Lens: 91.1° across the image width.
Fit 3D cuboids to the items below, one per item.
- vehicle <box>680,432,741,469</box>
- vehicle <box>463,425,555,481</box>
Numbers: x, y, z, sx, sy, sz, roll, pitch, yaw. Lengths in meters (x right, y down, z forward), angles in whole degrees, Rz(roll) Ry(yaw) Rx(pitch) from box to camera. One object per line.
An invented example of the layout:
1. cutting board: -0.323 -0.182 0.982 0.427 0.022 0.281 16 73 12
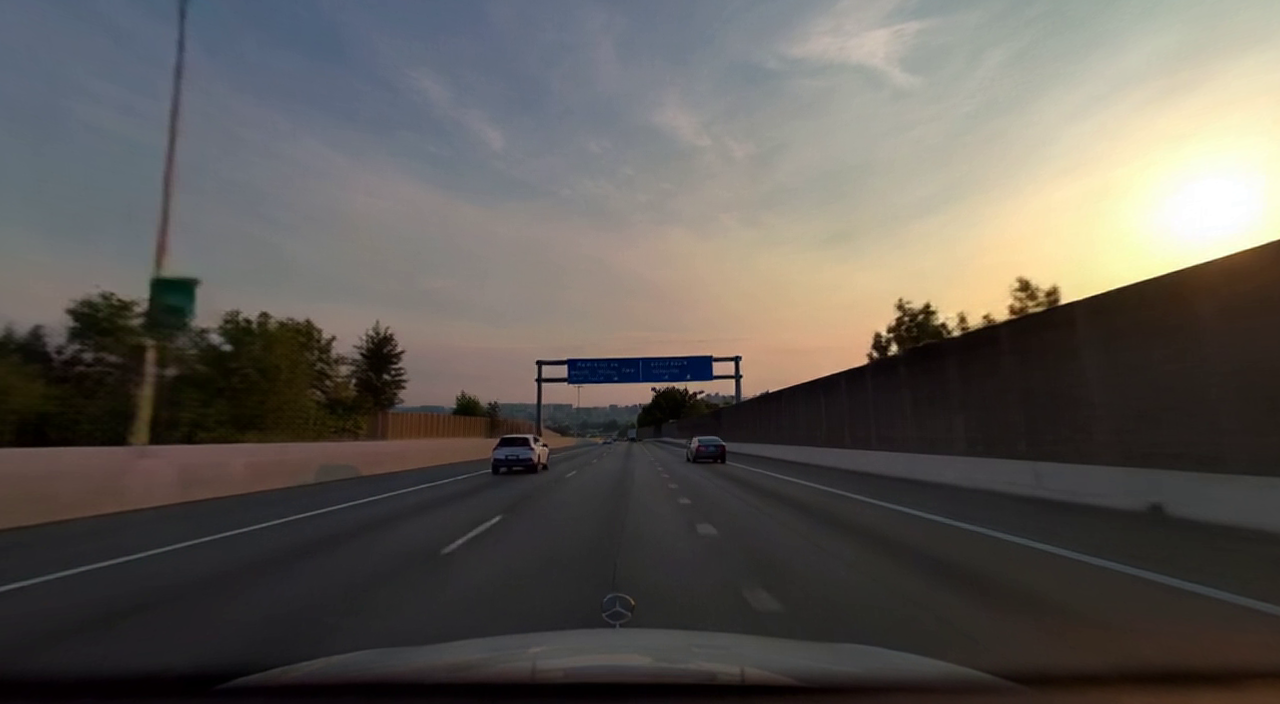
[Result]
1. vehicle: 3.090 4.402 28.501 2.077 1.523 4.539 0 -8 -2
2. vehicle: -4.241 3.337 21.128 2.219 1.660 4.153 0 -8 0
